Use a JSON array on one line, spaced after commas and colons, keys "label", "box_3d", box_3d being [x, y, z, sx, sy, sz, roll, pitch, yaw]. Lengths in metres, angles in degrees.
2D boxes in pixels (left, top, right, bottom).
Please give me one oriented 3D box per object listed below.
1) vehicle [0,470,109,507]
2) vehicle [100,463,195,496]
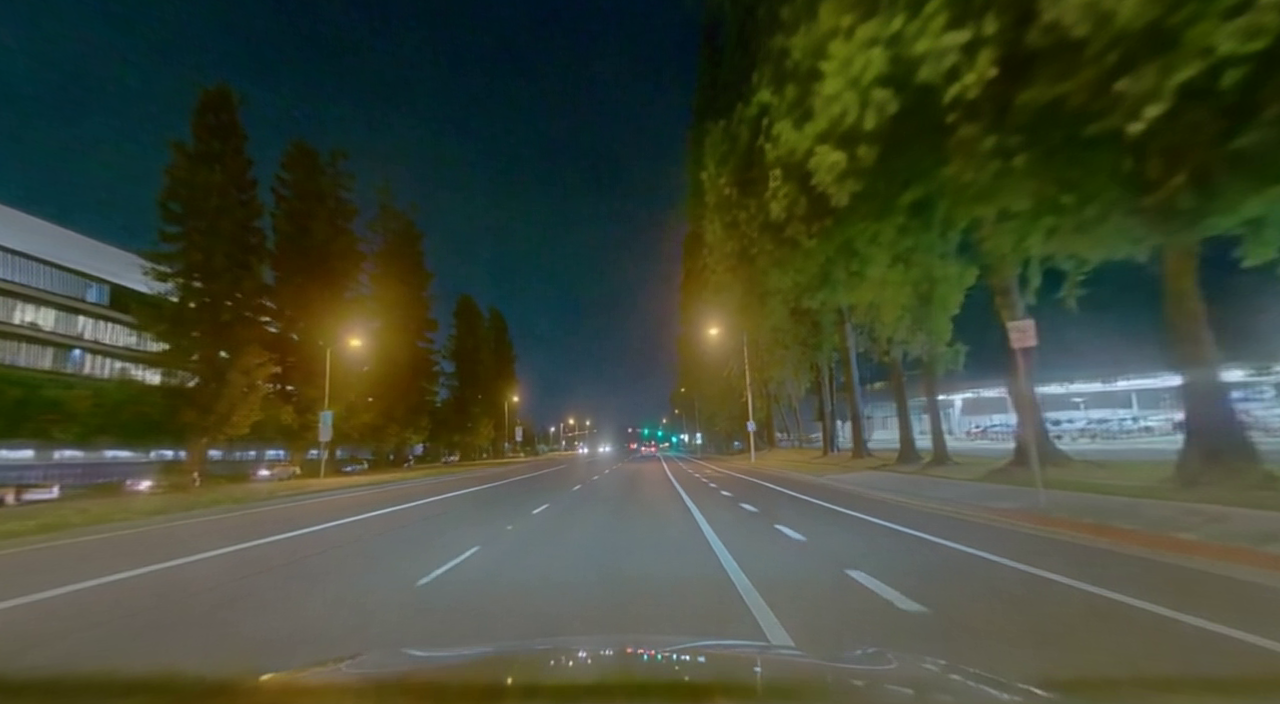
[{"label": "vehicle", "box_3d": [-29.776, 6.847, 31.900, 1.815, 1.531, 4.544, 0, -9, -1]}, {"label": "vehicle", "box_3d": [-29.717, 7.667, 38.233, 1.902, 1.746, 4.706, 0, -9, 1]}]
